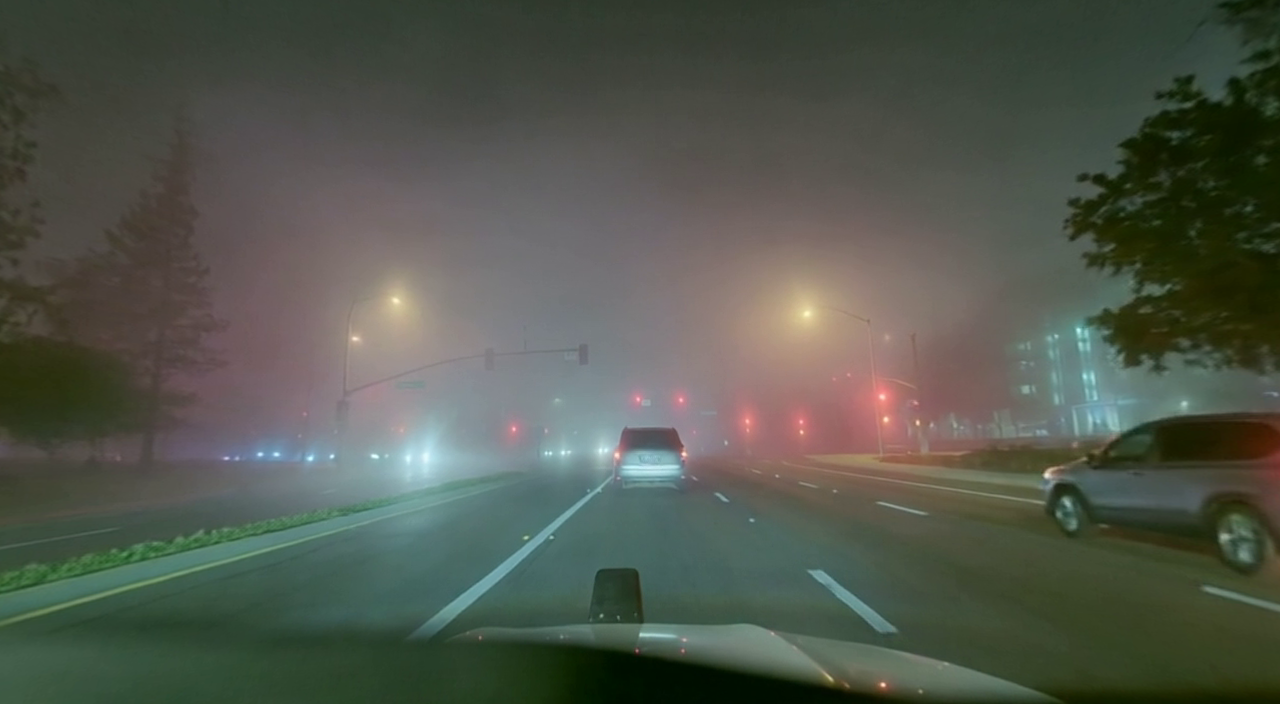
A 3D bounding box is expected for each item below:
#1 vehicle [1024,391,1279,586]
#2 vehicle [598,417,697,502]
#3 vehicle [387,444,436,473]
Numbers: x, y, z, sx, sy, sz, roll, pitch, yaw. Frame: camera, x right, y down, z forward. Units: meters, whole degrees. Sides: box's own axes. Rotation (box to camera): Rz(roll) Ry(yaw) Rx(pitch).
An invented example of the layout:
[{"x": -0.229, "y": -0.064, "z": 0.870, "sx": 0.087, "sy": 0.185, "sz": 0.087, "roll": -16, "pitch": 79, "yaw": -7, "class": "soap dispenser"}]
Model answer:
[{"x": 6.908, "y": 1.438, "z": 7.087, "sx": 2.447, "sy": 1.707, "sz": 4.396, "roll": 0, "pitch": -9, "yaw": 1, "class": "vehicle"}, {"x": 0.224, "y": 2.845, "z": 16.982, "sx": 2.267, "sy": 1.926, "sz": 4.708, "roll": 0, "pitch": -9, "yaw": 1, "class": "vehicle"}, {"x": -13.951, "y": 6.425, "z": 38.481, "sx": 2.209, "sy": 1.627, "sz": 4.582, "roll": 4, "pitch": -10, "yaw": -26, "class": "vehicle"}]
